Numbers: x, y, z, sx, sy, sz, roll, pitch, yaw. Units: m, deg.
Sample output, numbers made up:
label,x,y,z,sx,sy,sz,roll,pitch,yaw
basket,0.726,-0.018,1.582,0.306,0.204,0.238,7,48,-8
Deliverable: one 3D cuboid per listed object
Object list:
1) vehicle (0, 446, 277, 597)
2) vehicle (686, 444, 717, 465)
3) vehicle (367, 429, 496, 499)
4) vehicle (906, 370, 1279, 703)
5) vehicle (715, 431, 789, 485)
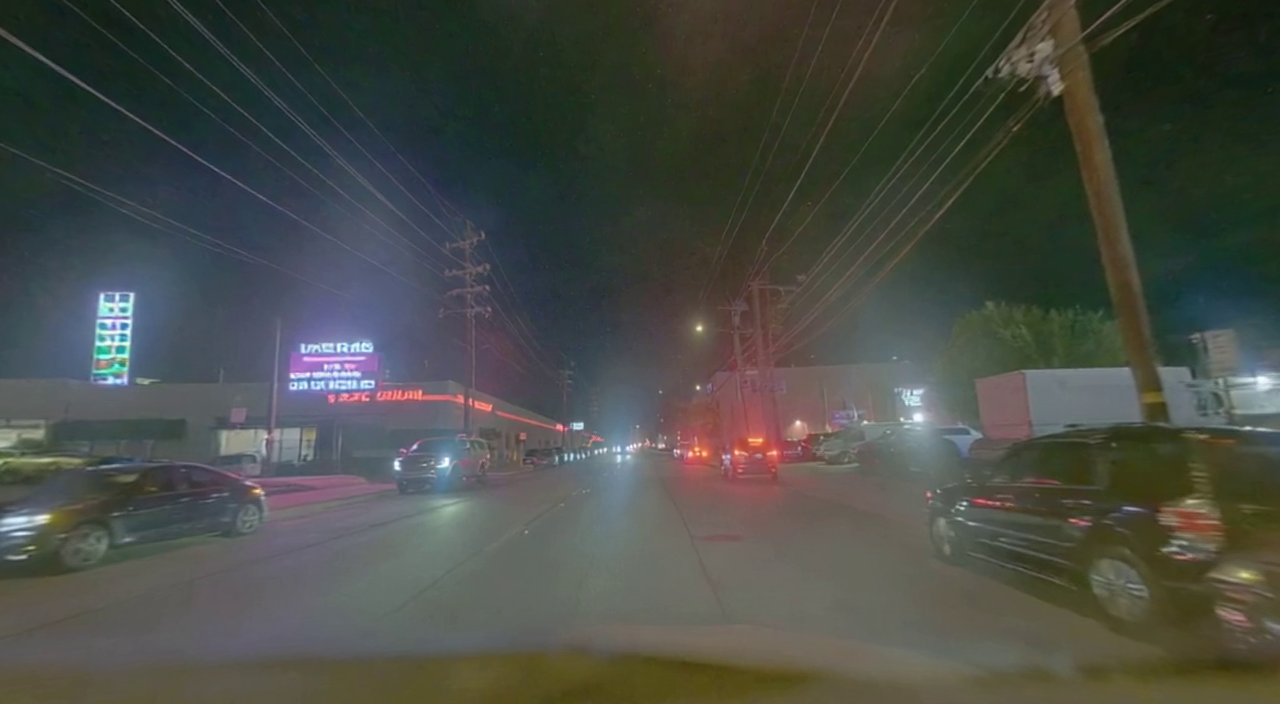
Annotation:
label,x,y,z,sx,sy,sz,roll,pitch,yaw
vehicle,-7.493,2.167,8.996,1.905,1.488,4.674,-3,-8,0
vehicle,4.552,7.687,47.454,1.919,1.453,4.425,0,-8,0
vehicle,-7.578,4.104,24.004,2.692,2.152,6.686,-2,-8,0
vehicle,4.119,1.272,5.396,1.944,1.801,3.874,0,-8,-1
vehicle,4.298,4.140,25.035,2.087,1.892,4.579,0,-8,0
